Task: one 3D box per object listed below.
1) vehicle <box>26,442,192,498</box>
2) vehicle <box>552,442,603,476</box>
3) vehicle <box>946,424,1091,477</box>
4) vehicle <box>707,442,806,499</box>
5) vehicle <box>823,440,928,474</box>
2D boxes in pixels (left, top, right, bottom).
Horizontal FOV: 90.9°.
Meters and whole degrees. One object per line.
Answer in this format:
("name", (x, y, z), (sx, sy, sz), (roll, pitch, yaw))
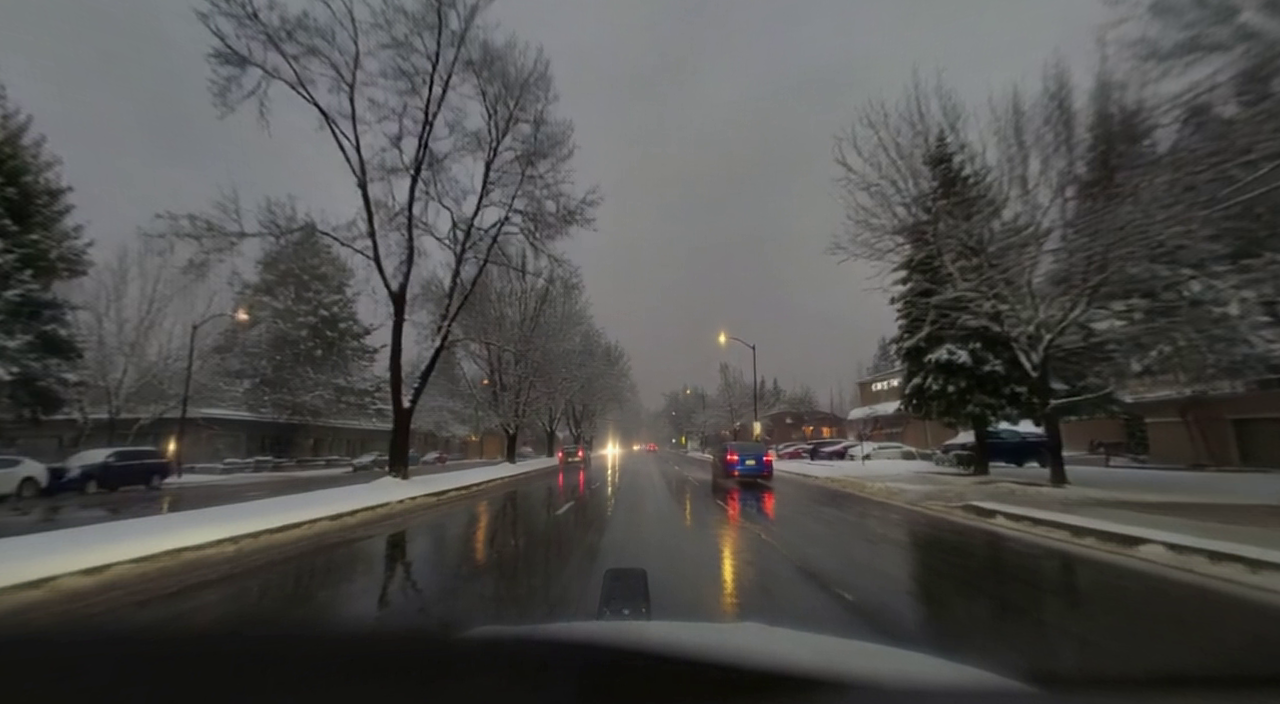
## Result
("vehicle", (-22.292, 4.929, 26.882), (2.255, 2.117, 5.319), (-1, -9, 3))
("vehicle", (-3.145, 5.487, 32.606), (2.113, 1.626, 4.129), (-1, -9, 2))
("vehicle", (16.761, 4.433, 28.426), (2.160, 2.093, 5.795), (1, -9, -10))
("vehicle", (3.282, 3.442, 18.720), (2.083, 1.474, 4.360), (0, -9, -1))
("vehicle", (13.868, 6.217, 37.370), (5.342, 1.867, 2.147), (0, -8, -6))
